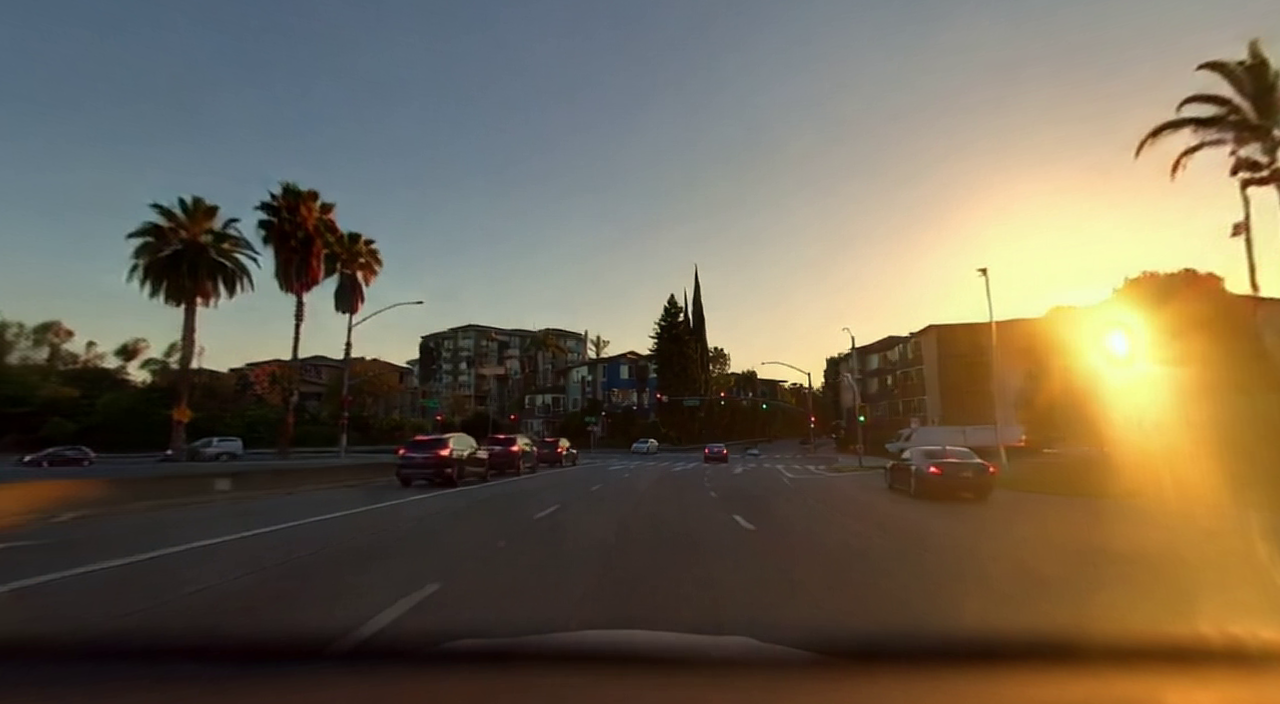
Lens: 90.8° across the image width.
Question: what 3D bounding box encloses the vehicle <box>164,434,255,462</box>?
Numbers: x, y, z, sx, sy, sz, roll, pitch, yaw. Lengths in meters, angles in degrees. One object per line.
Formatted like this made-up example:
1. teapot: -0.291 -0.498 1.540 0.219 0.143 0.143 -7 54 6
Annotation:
1. vehicle: -30.689 6.832 45.219 5.112 1.780 1.981 3 -8 -28

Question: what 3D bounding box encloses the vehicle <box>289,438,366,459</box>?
1. vehicle: -23.764 7.351 48.257 4.814 1.506 2.015 2 -9 -9

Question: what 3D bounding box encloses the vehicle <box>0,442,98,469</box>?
1. vehicle: -38.191 6.634 40.752 4.702 1.449 1.833 5 -10 -43

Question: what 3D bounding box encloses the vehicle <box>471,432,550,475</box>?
1. vehicle: -5.774 4.615 28.952 2.188 1.789 4.881 0 -8 5

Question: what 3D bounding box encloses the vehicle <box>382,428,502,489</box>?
1. vehicle: -6.293 3.443 20.810 2.072 1.738 4.757 0 -8 5

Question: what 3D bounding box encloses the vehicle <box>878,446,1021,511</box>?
1. vehicle: 8.151 3.328 17.215 2.144 1.473 4.638 -1 -8 8
